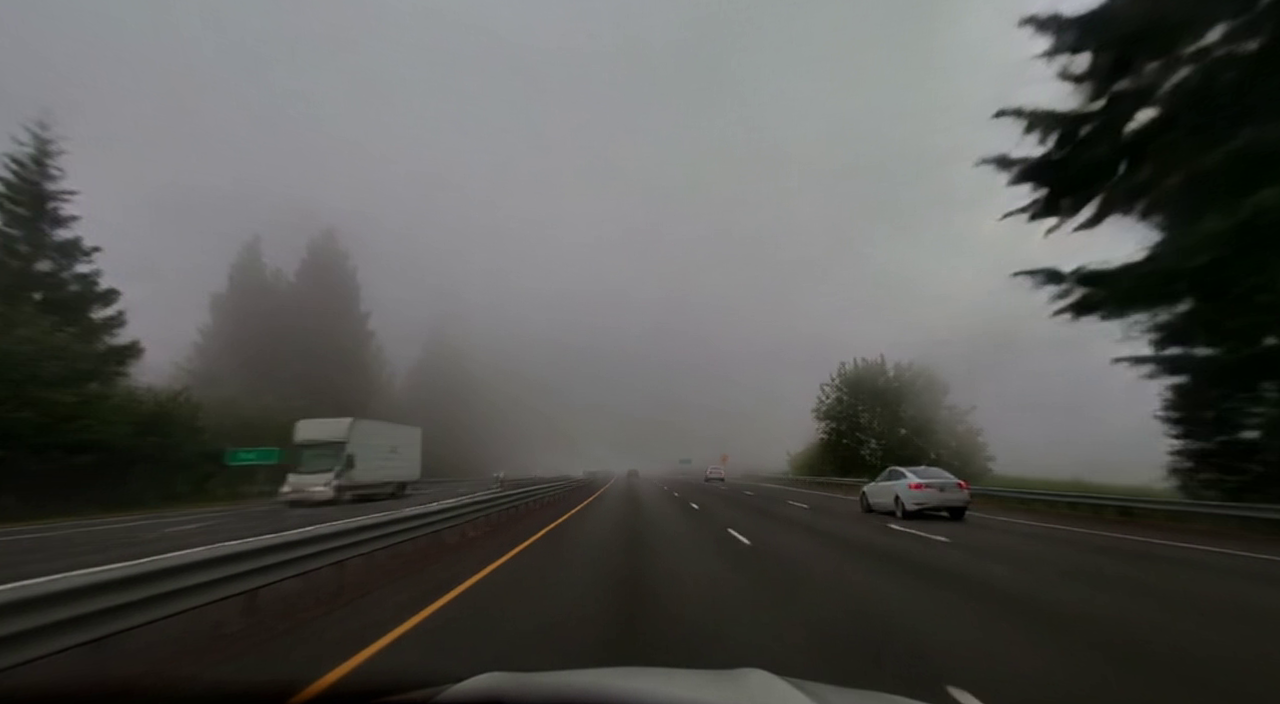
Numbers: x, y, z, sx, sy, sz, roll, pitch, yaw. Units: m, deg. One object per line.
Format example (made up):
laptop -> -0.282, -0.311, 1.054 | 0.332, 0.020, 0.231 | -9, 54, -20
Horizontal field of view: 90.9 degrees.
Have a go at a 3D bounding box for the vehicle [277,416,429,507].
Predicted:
vehicle -> -13.508, 5.413, 30.938 | 3.015, 3.755, 9.107 | 1, -11, 0

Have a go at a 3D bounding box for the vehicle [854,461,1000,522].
vehicle -> 7.951, 3.898, 17.988 | 2.024, 1.476, 4.352 | 1, -11, -1
